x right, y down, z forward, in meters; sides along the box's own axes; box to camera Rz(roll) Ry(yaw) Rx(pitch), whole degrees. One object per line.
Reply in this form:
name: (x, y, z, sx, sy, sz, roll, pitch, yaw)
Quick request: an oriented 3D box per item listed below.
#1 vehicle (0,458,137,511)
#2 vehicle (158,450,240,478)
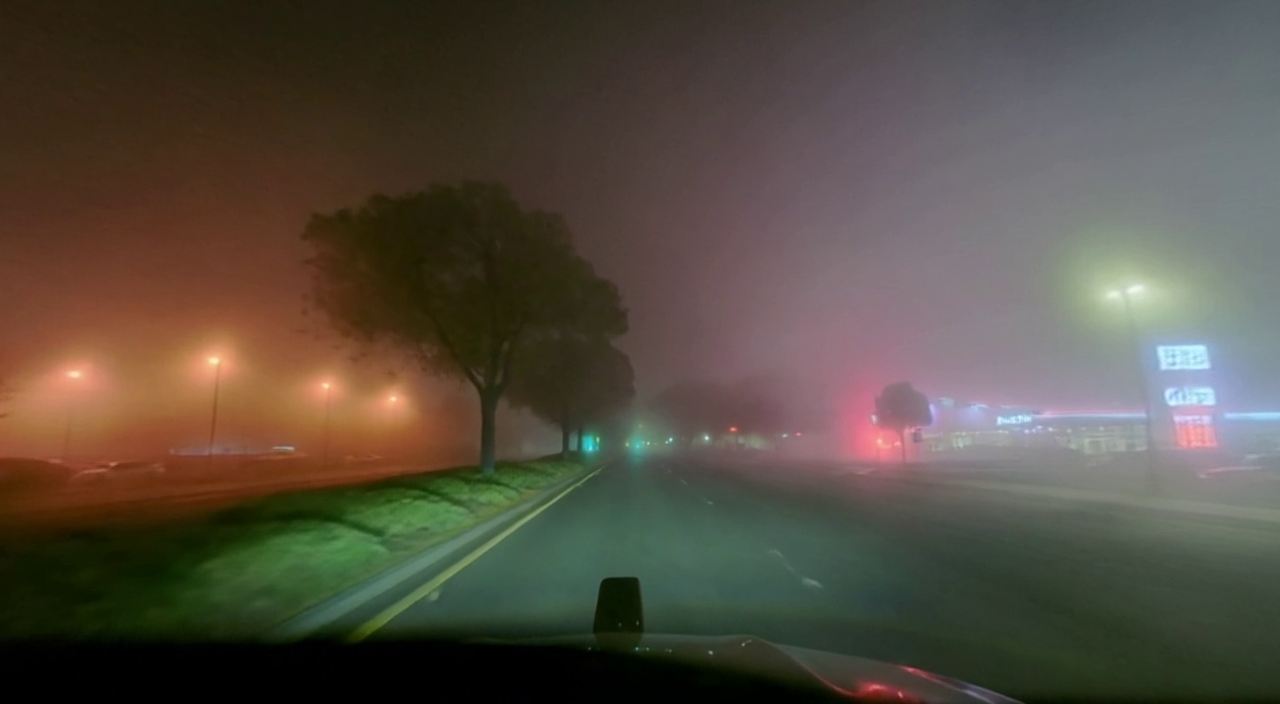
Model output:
vehicle: (-19.440, 4.328, 20.939, 1.889, 1.497, 4.478, -3, -9, -1)
vehicle: (-28.554, 7.236, 41.111, 1.948, 1.689, 4.553, 0, -8, 2)
